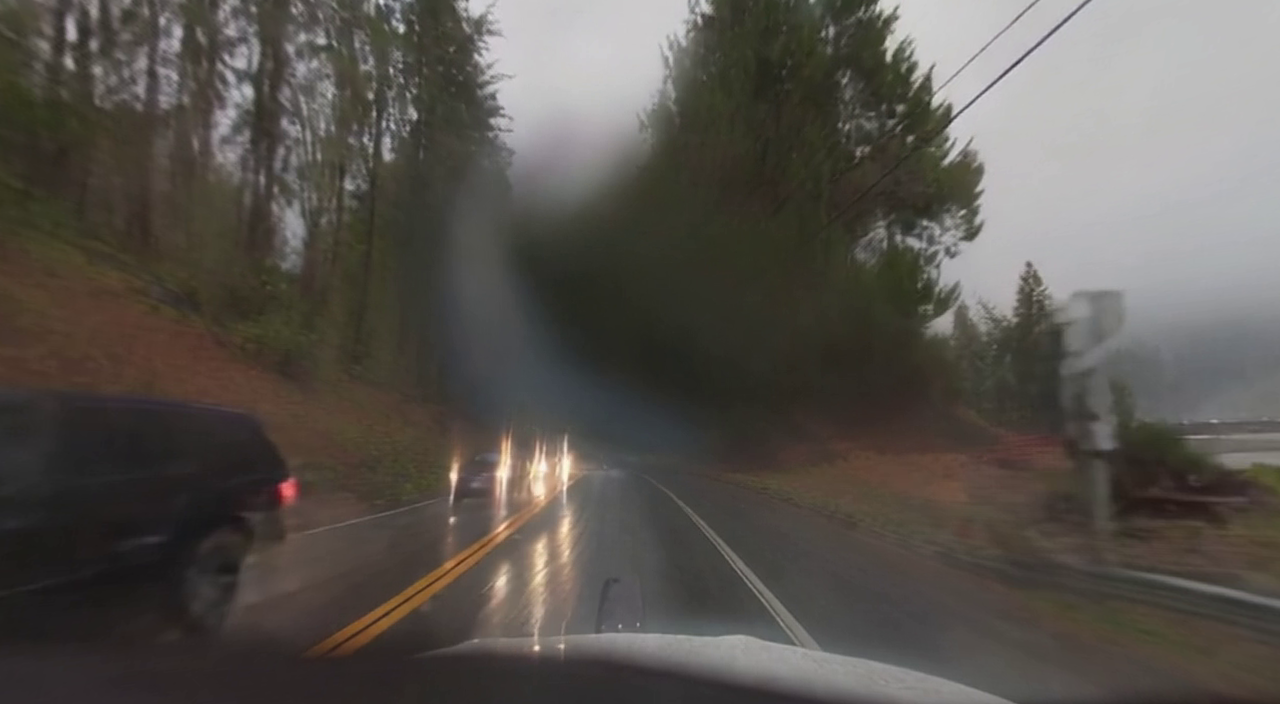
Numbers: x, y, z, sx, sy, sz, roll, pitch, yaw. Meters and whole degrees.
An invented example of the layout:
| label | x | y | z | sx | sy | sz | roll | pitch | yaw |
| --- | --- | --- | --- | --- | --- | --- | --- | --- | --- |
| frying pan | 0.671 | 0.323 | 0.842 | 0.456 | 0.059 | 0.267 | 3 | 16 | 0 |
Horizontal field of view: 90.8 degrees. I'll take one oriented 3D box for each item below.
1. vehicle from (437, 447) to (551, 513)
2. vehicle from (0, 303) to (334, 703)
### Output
| label | x | y | z | sx | sy | sz | roll | pitch | yaw |
| --- | --- | --- | --- | --- | --- | --- | --- | --- | --- |
| vehicle | -3.568 | 3.191 | 16.302 | 2.032 | 1.444 | 4.164 | 0 | -8 | -1 |
| vehicle | -3.927 | 0.823 | 3.093 | 2.221 | 1.969 | 5.153 | 0 | -8 | 0 |
